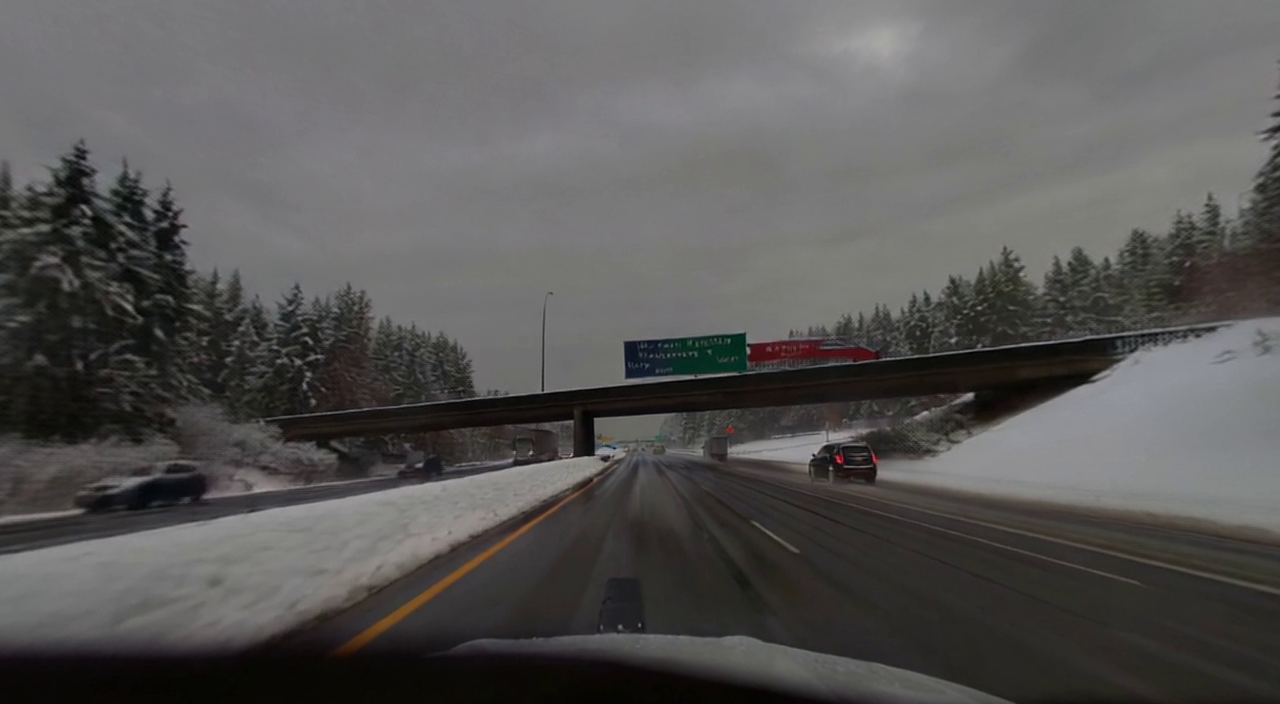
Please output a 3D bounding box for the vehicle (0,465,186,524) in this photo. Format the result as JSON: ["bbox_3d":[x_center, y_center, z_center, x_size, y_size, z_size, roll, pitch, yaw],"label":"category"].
[{"bbox_3d":[-16.068,4.164,18.812,2.048,1.446,3.900,0,-9,0],"label":"vehicle"}]

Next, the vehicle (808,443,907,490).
[{"bbox_3d":[7.579,4.033,22.468,1.987,1.473,4.244,0,-9,0],"label":"vehicle"}]
